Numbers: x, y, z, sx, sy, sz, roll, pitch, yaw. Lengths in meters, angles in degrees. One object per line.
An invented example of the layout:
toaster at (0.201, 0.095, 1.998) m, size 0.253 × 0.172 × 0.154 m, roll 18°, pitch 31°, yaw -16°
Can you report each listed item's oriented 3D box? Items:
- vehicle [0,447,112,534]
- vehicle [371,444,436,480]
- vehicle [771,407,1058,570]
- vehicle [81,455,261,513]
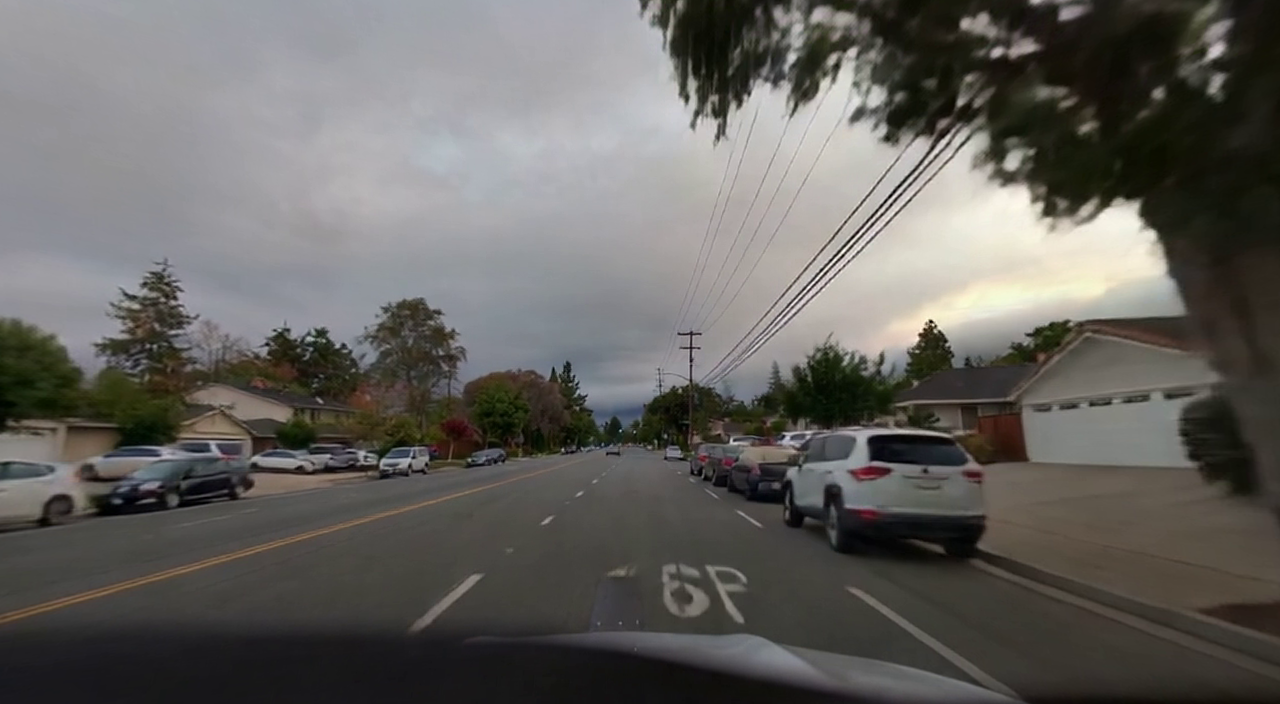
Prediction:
vehicle at (-13.932, 2.831, 12.890) m, size 1.913 × 1.745 × 4.992 m, roll 0°, pitch -9°, yaw 1°
vehicle at (-13.727, 6.349, 36.982) m, size 2.137 × 1.852 × 4.541 m, roll -2°, pitch -8°, yaw 0°
vehicle at (3.445, 1.829, 9.156) m, size 2.045 × 1.746 × 4.564 m, roll 0°, pitch -9°, yaw 0°
vehicle at (-13.885, 3.898, 19.157) m, size 1.887 × 1.490 × 4.656 m, roll 0°, pitch -9°, yaw 0°
